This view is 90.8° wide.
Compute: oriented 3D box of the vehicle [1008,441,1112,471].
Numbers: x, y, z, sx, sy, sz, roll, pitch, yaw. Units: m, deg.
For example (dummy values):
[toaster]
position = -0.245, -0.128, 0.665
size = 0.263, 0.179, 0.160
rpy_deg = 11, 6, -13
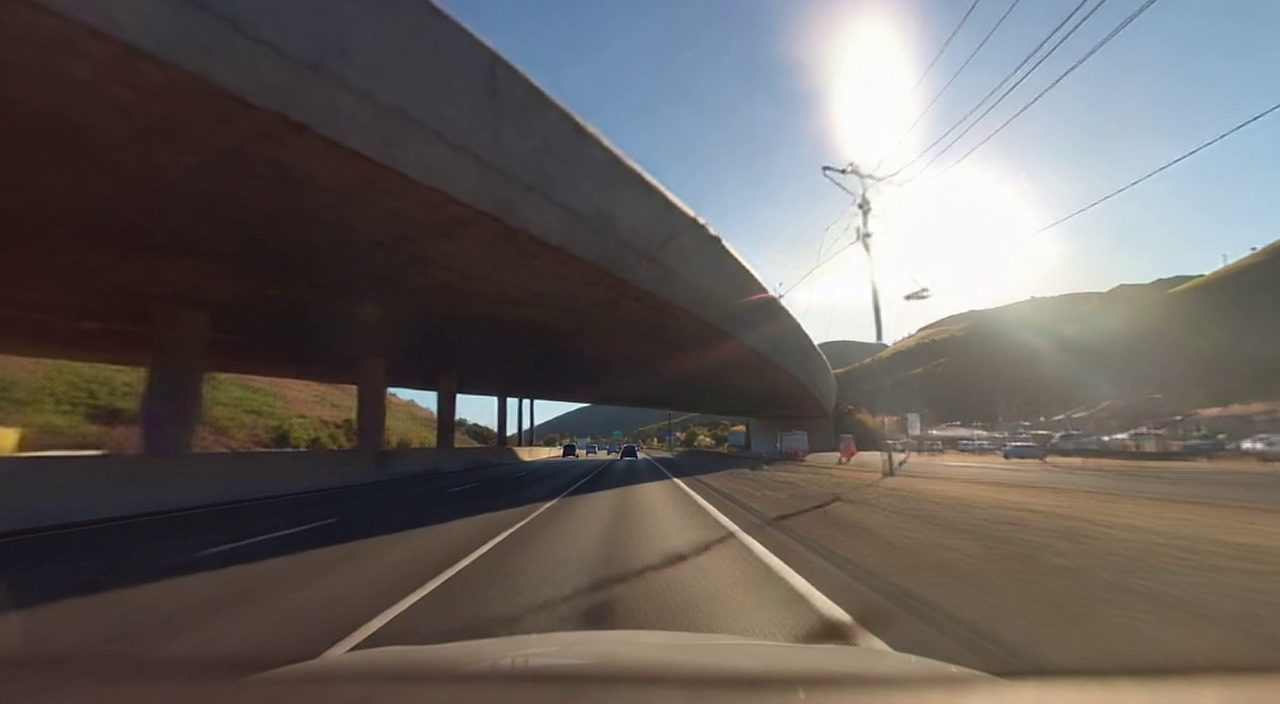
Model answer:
[vehicle]
position = 26.972, 6.667, 41.472
size = 2.662, 1.574, 14.296
rpy_deg = -5, -9, 21
